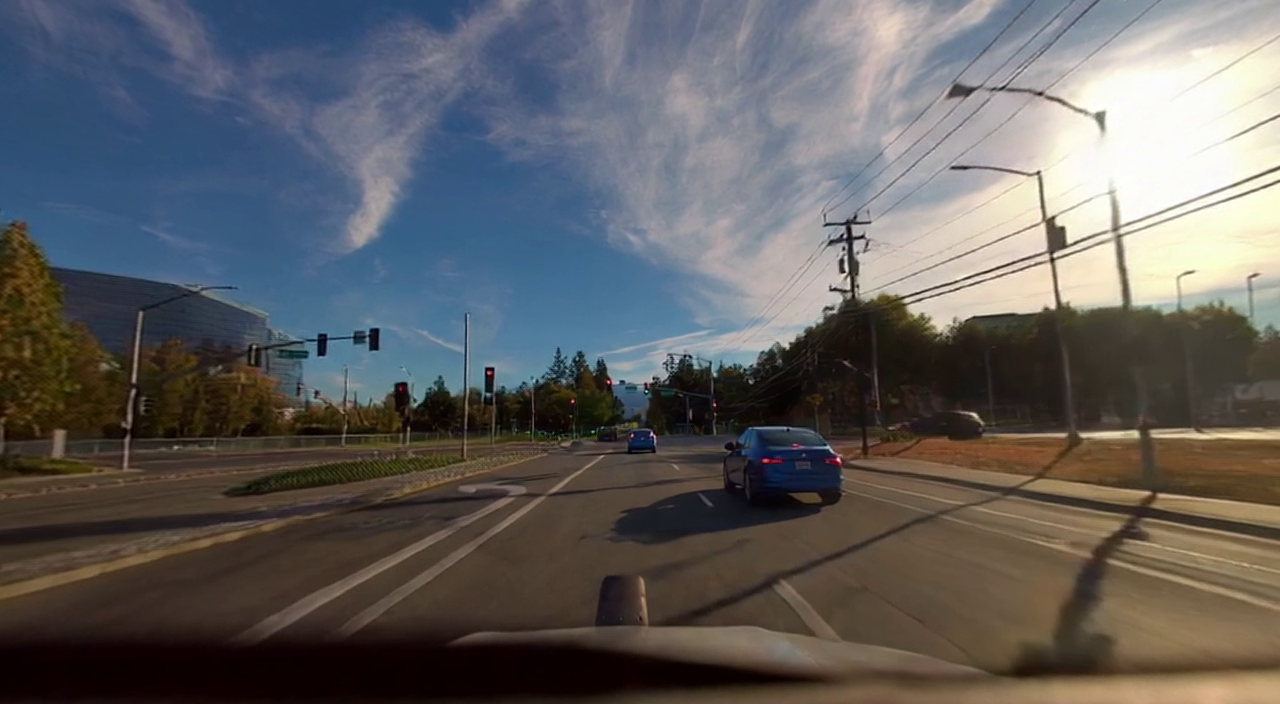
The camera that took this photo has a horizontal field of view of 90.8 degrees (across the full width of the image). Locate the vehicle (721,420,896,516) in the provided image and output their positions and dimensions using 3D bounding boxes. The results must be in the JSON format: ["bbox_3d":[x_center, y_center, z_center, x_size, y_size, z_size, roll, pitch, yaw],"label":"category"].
[{"bbox_3d":[2.849,2.088,11.823,2.004,1.448,4.263,0,-8,-1],"label":"vehicle"}]

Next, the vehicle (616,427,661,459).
[{"bbox_3d":[-0.072,4.540,31.542,2.110,1.466,3.860,0,-8,0],"label":"vehicle"}]
